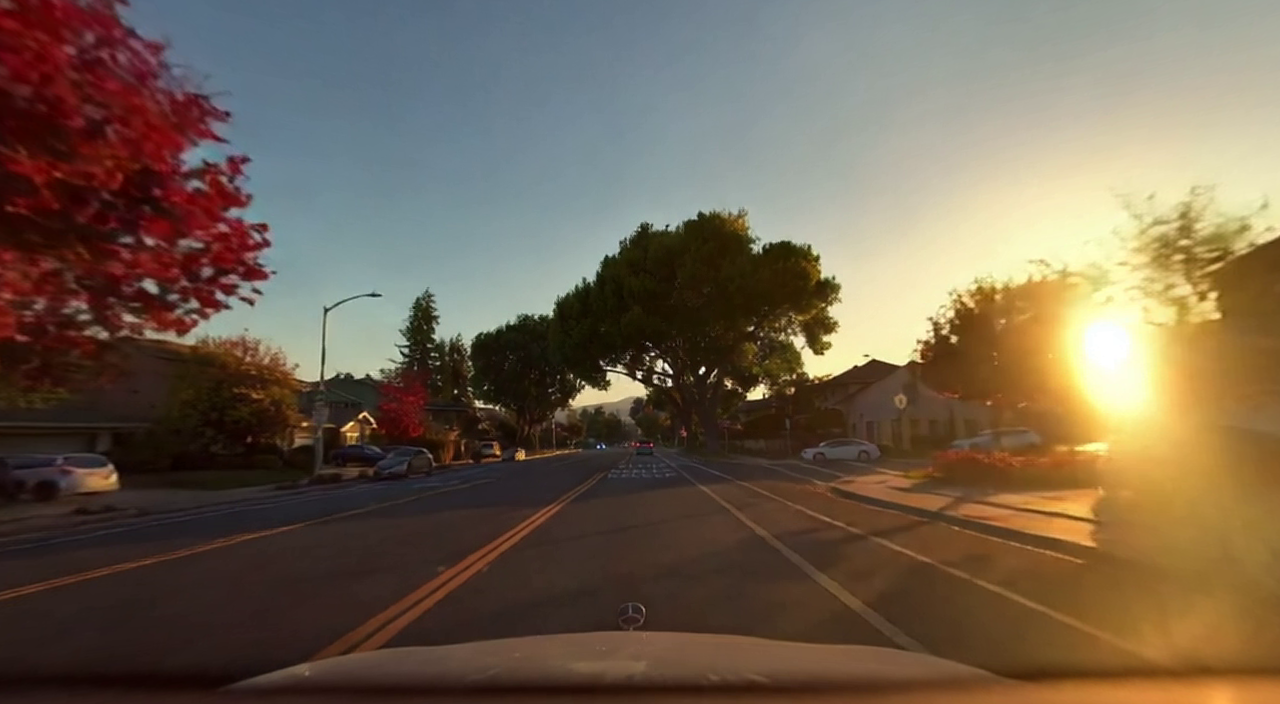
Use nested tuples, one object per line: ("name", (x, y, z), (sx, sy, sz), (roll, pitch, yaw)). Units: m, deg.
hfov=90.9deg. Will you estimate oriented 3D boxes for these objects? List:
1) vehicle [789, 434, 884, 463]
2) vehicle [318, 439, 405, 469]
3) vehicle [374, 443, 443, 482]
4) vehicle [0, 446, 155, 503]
("vehicle", (10.989, 5.444, 35.630), (4.818, 1.525, 2.163), (-2, -8, 9))
("vehicle", (-19.597, 7.179, 44.551), (4.969, 1.995, 2.462), (0, -8, 0))
("vehicle", (-12.442, 5.938, 34.174), (1.965, 1.653, 4.488), (-3, -6, 1))
("vehicle", (-18.236, 3.733, 19.436), (4.717, 1.605, 2.074), (0, -8, -3))
